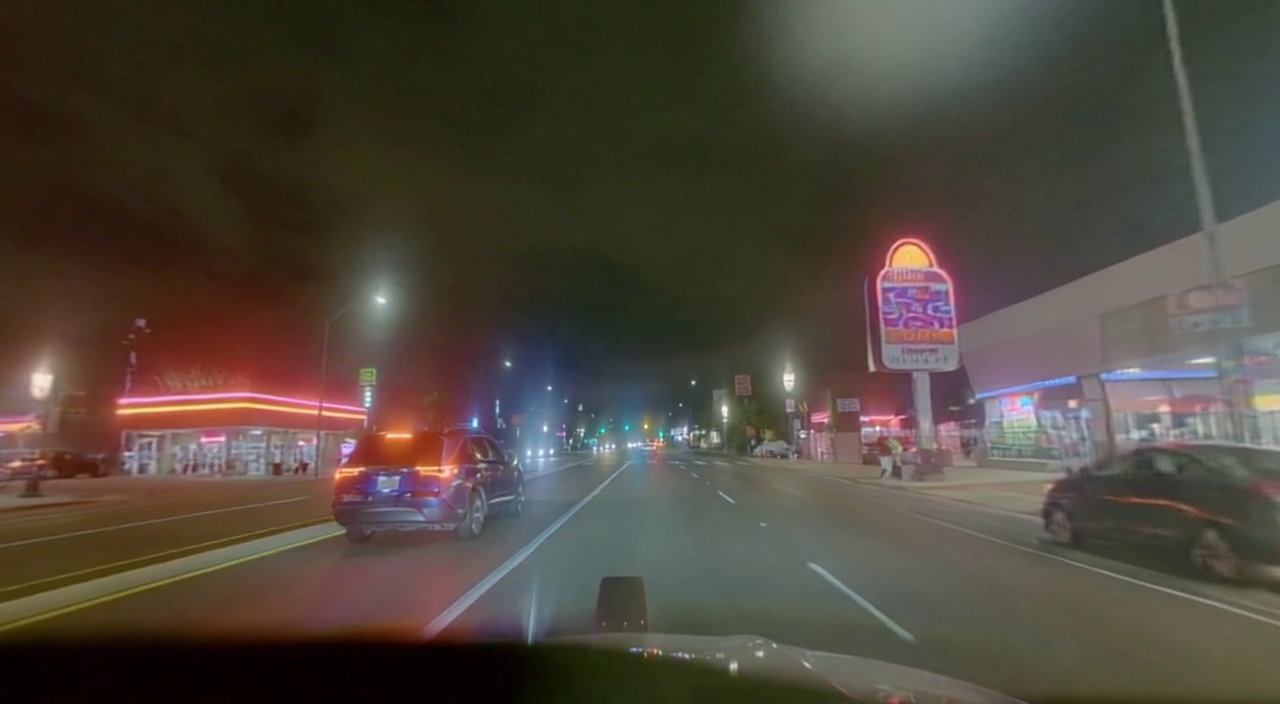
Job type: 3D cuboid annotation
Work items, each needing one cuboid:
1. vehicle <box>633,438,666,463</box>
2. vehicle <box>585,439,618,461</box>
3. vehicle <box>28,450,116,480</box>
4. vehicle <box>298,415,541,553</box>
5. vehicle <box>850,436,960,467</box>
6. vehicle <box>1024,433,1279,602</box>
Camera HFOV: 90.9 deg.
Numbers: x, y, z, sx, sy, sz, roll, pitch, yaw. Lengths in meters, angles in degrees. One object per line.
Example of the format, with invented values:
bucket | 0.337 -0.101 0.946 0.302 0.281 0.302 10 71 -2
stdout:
vehicle | 0.625 6.348 40.664 2.037 1.484 4.073 0 -9 1
vehicle | -2.745 7.085 45.584 1.950 1.450 4.257 0 -9 2
vehicle | -32.406 6.444 35.949 4.435 1.483 1.990 -5 -8 24
vehicle | -3.019 1.924 9.876 2.049 1.646 4.445 0 -9 2
vehicle | 13.425 5.062 32.110 4.707 1.485 1.948 0 -9 -1
vehicle | 6.679 1.726 7.265 1.896 1.497 4.032 0 -9 -1
